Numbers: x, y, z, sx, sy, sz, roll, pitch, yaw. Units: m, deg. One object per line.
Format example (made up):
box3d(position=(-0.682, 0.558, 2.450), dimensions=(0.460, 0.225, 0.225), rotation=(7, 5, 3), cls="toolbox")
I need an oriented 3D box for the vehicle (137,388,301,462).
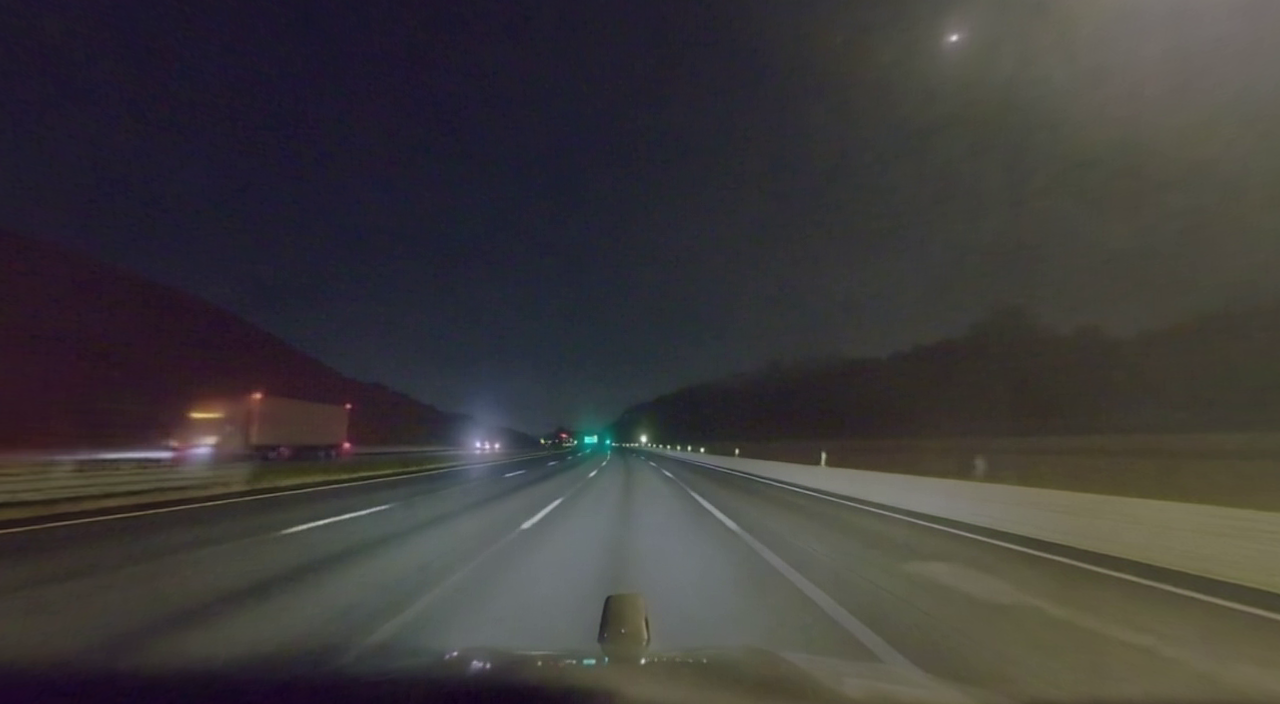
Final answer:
box3d(position=(-25.483, 4.693, 39.061), dimensions=(3.298, 3.976, 10.350), rotation=(0, -9, -2), cls="vehicle")
